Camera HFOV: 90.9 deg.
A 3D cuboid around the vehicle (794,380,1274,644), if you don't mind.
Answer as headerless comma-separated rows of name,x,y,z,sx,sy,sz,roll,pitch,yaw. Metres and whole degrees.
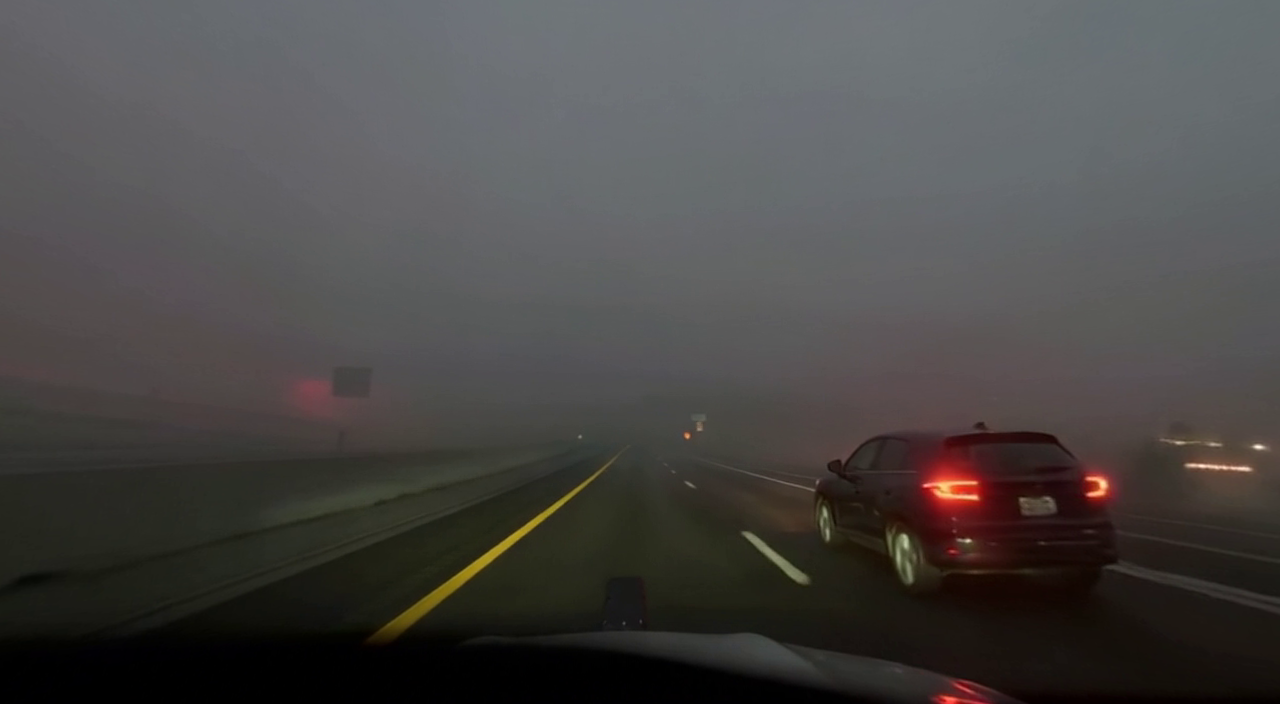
vehicle,3.097,1.359,6.299,2.059,1.715,4.192,0,-8,0
